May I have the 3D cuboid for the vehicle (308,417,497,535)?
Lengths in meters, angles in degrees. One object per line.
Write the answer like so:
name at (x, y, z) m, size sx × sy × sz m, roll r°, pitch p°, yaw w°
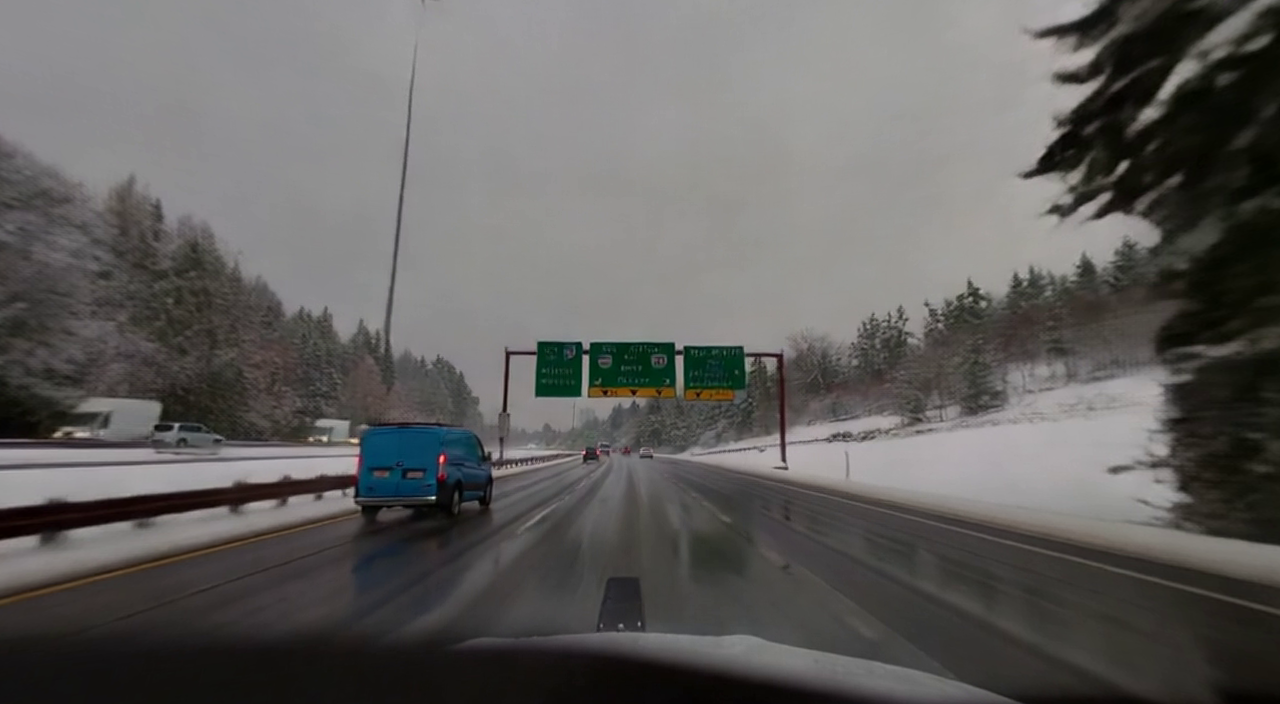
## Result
vehicle at (-4.168, 2.249, 11.980) m, size 1.971 × 1.795 × 4.389 m, roll 0°, pitch -9°, yaw -2°

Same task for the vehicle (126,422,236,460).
vehicle at (-19.152, 3.771, 26.496) m, size 1.879 × 1.492 × 3.607 m, roll 0°, pitch -9°, yaw 0°

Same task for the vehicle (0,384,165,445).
vehicle at (-37.562, 4.439, 42.109) m, size 2.733 × 3.471 × 11.809 m, roll 0°, pitch -9°, yaw -2°
